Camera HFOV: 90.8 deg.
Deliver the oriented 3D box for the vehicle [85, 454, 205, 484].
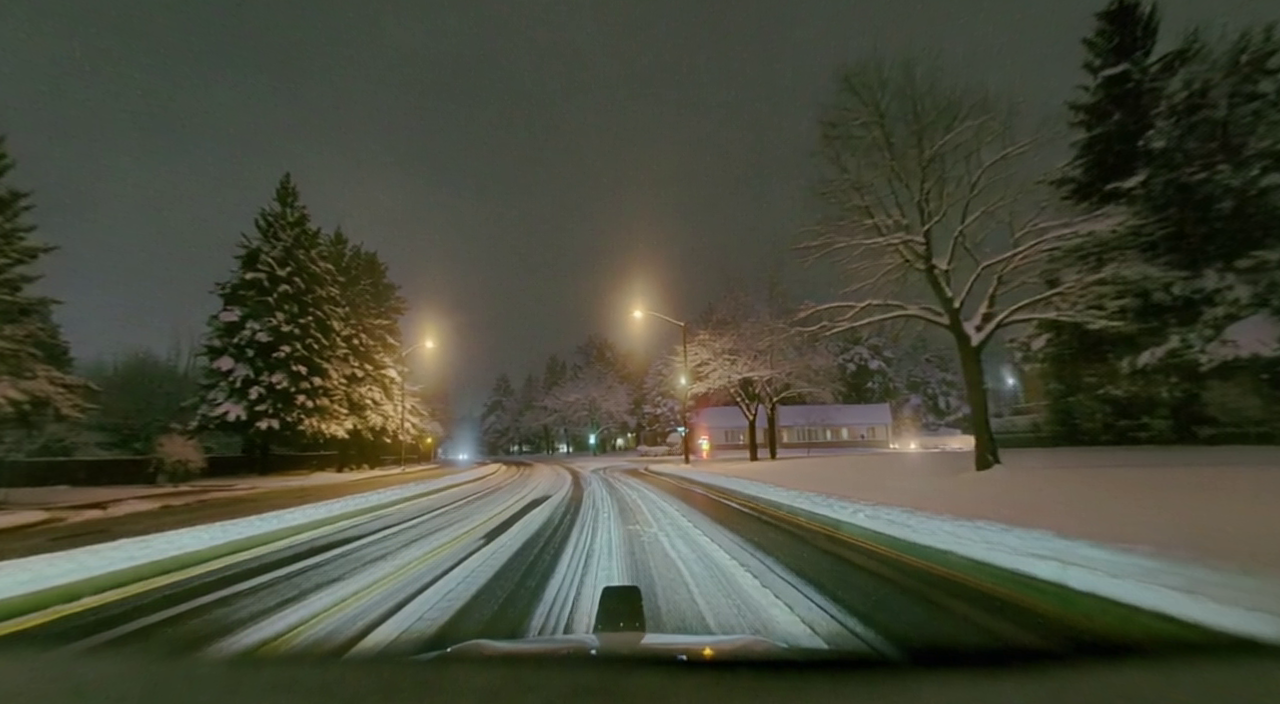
[{"bbox_3d":[-26.019,6.144,33.334,4.527,1.441,2.024,1,-8,-4],"label":"vehicle"}]
